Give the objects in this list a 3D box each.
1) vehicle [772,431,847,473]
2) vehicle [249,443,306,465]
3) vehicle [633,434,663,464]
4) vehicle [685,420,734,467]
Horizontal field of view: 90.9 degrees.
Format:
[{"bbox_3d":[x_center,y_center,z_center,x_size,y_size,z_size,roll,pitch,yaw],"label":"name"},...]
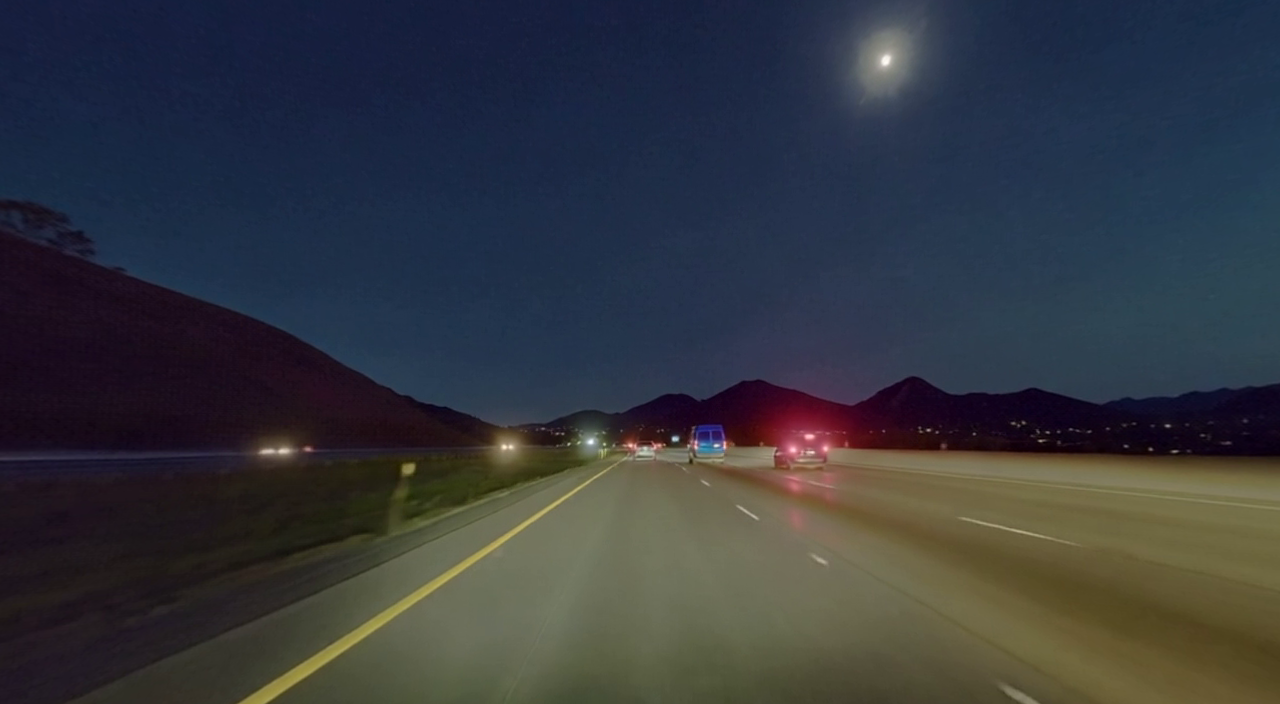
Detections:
[{"bbox_3d":[8.188,4.888,31.031,2.240,1.925,4.854,0,-8,-1],"label":"vehicle"},{"bbox_3d":[-28.196,7.924,49.246,1.838,1.598,4.428,0,-8,0],"label":"vehicle"},{"bbox_3d":[0.530,7.275,47.311,2.131,2.122,4.473,0,-8,-1],"label":"vehicle"},{"bbox_3d":[4.156,5.651,38.900,2.302,2.670,6.176,0,-8,0],"label":"vehicle"}]
